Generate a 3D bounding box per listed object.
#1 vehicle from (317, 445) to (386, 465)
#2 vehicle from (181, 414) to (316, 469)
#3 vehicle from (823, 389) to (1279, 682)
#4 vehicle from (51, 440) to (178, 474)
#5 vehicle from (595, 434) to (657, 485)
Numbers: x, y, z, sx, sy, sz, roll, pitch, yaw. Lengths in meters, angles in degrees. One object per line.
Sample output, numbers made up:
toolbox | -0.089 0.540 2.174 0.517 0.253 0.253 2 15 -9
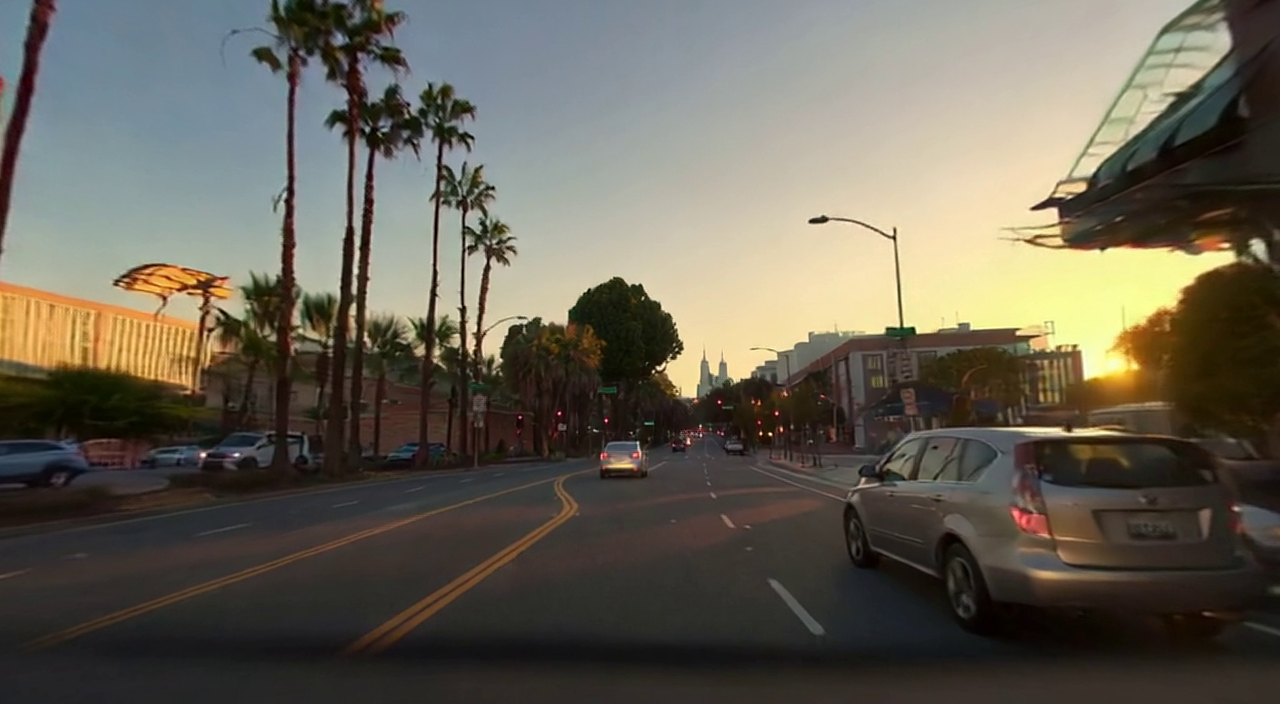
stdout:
vehicle | -22.190 7.948 48.847 1.800 1.462 4.752 -4 -9 25
vehicle | -20.873 4.867 34.093 2.198 2.684 5.751 -4 -10 25
vehicle | 3.315 1.366 5.841 1.983 1.654 4.354 0 -9 1
vehicle | -29.200 5.815 35.326 1.863 1.733 4.974 -5 -10 27
vehicle | -0.463 3.903 23.251 2.063 1.664 4.471 0 -9 0
